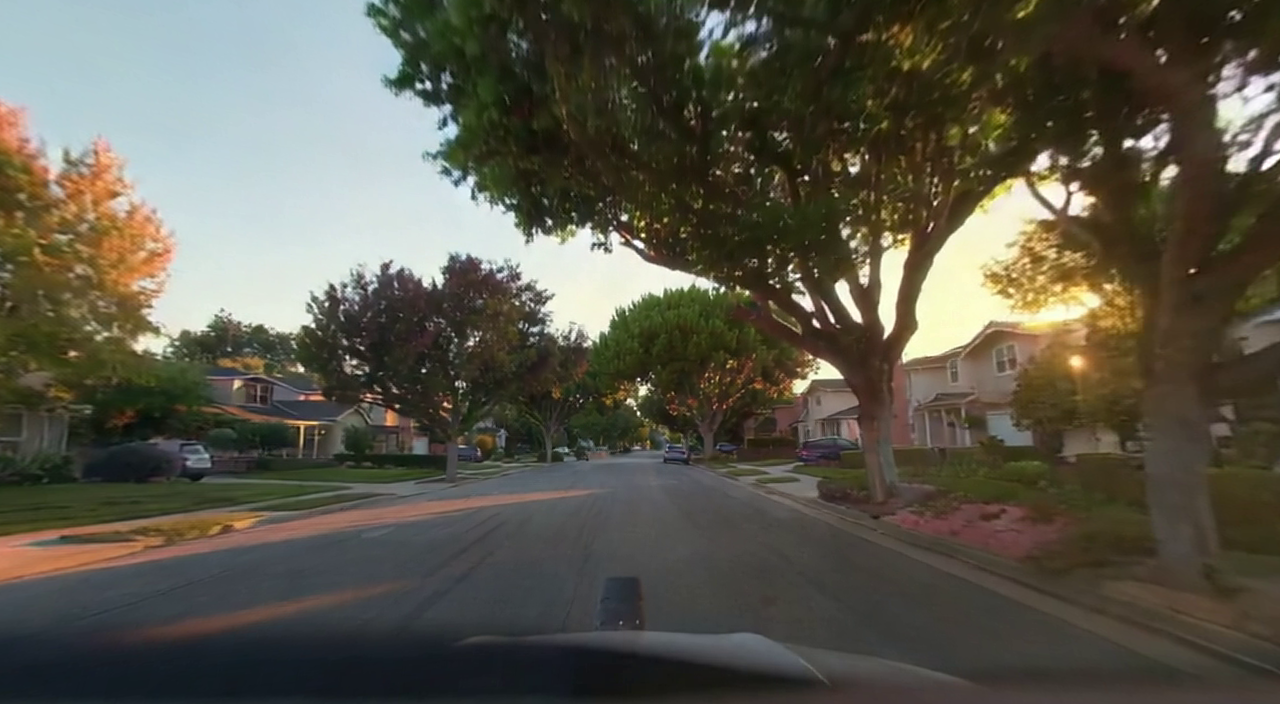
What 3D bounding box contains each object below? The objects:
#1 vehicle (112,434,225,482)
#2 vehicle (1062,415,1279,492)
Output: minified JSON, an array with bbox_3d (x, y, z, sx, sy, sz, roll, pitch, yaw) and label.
[{"bbox_3d":[-17.539,3.932,23.790,1.957,1.602,4.326,2,-9,-17],"label":"vehicle"},{"bbox_3d":[12.321,2.273,14.195,4.378,1.529,1.886,-5,-10,26],"label":"vehicle"}]
